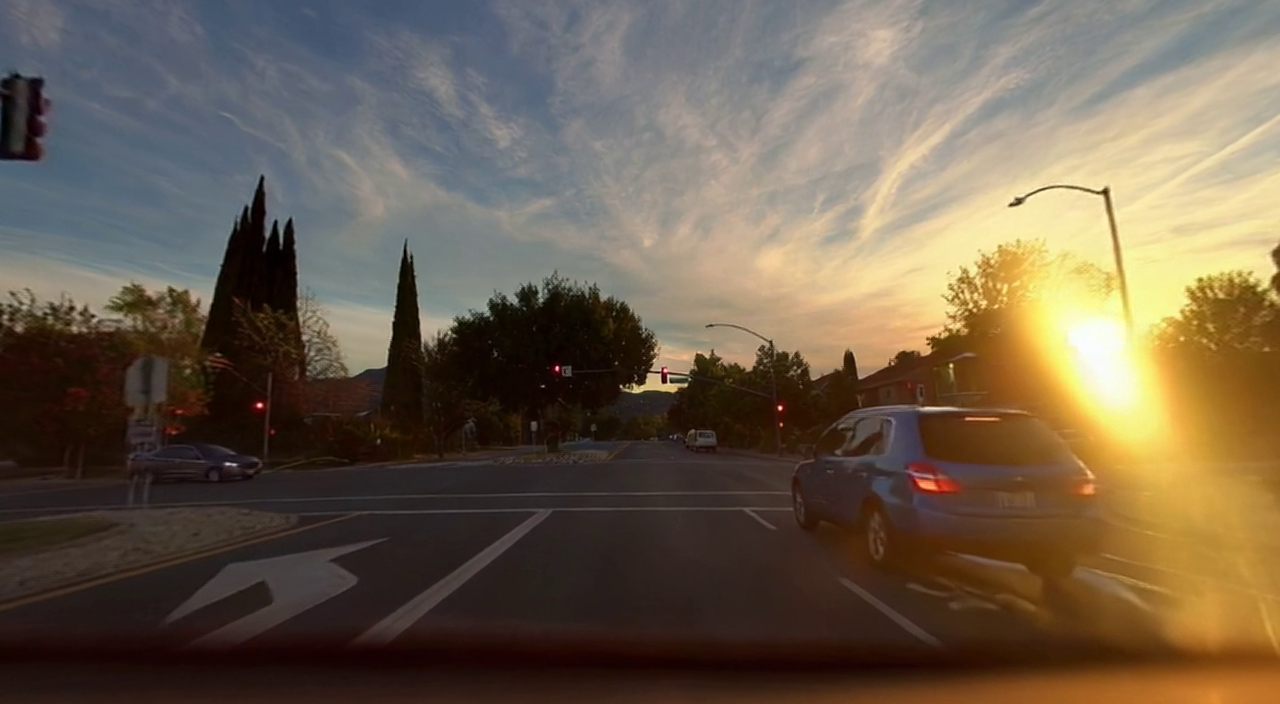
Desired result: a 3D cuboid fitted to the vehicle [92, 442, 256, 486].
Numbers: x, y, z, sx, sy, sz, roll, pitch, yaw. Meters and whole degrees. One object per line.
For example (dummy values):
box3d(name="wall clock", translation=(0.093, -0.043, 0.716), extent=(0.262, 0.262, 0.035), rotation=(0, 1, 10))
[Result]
box3d(name="vehicle", translation=(-18.503, 4.447, 25.338), extent=(4.737, 1.659, 2.042), rotation=(1, -9, -10))

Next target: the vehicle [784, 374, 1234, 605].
box3d(name="vehicle", translation=(3.463, 1.436, 7.473), extent=(2.229, 1.795, 4.927), rotation=(0, -9, -1))
